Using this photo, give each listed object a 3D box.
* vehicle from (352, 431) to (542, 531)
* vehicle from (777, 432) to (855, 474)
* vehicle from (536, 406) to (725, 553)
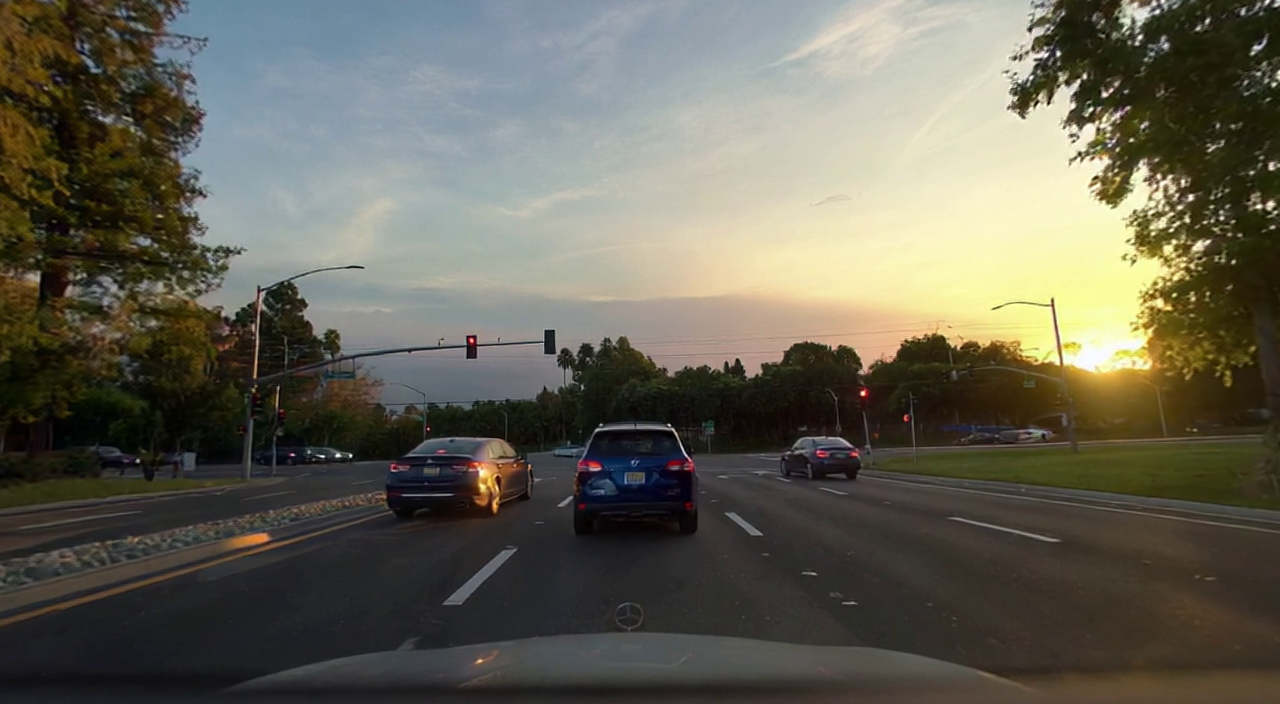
[{"bbox_3d":[-3.366,2.366,12.304,2.061,1.504,5.142,0,-8,0],"label":"vehicle"},{"bbox_3d":[8.025,4.661,29.261,2.166,1.761,4.692,0,-8,-2],"label":"vehicle"},{"bbox_3d":[-0.106,1.861,9.837,2.298,1.770,4.138,0,-8,0],"label":"vehicle"}]
